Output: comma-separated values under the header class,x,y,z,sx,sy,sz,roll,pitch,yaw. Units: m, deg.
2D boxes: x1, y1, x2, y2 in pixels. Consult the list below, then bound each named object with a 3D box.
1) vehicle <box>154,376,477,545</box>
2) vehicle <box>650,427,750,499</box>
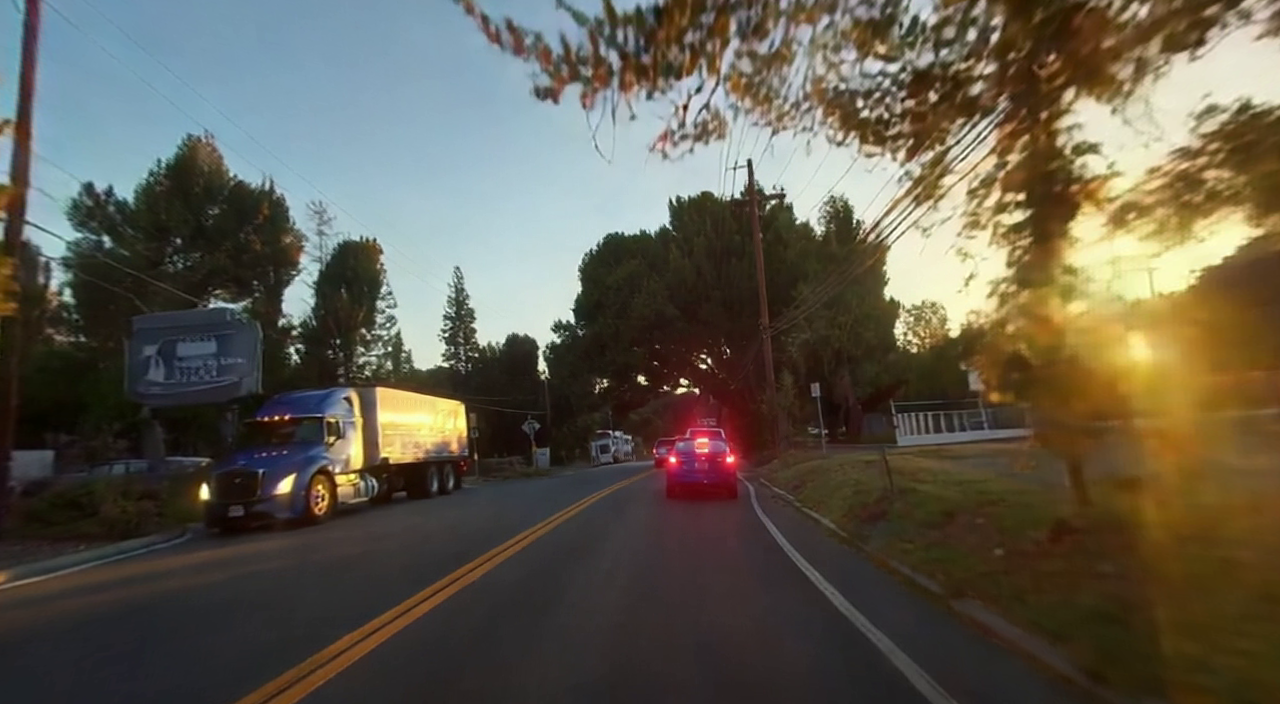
class,x,y,z,sx,sy,sz,roll,pitch,yaw
vehicle,-7.632,2.520,16.456,3.395,3.071,7.634,-8,-6,10
vehicle,1.403,2.617,15.171,2.081,1.503,3.726,-1,-8,5
